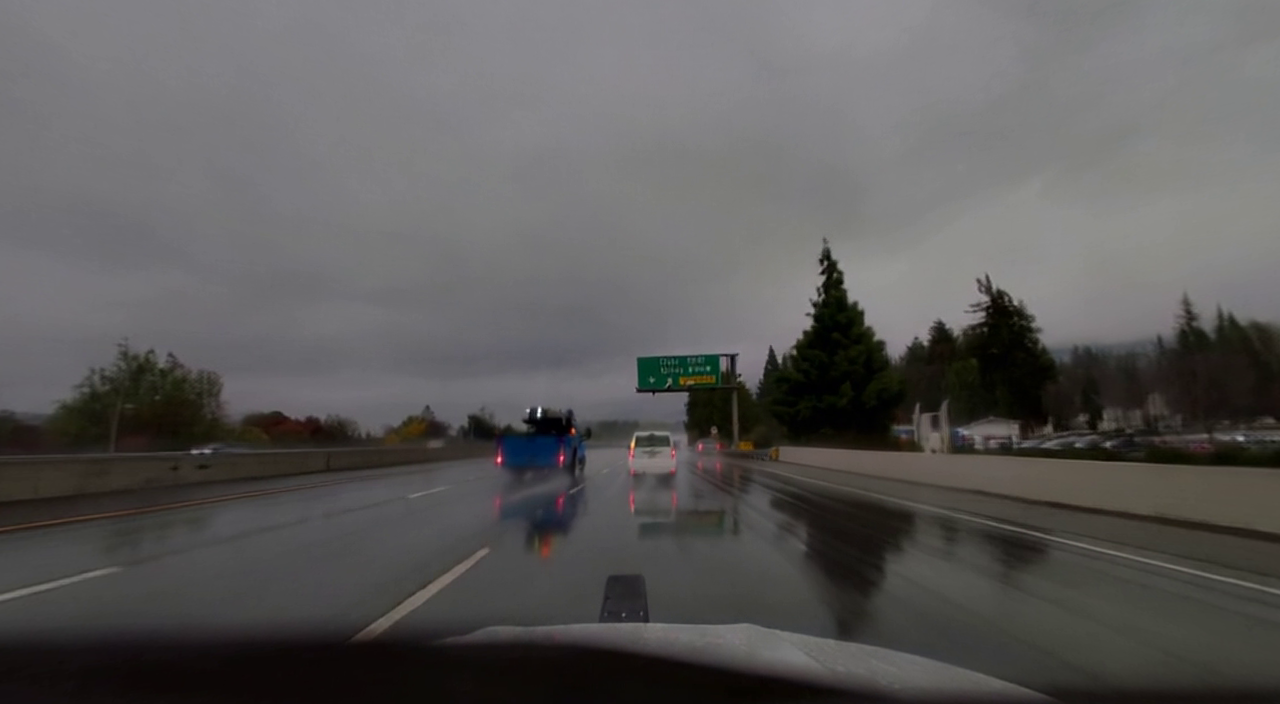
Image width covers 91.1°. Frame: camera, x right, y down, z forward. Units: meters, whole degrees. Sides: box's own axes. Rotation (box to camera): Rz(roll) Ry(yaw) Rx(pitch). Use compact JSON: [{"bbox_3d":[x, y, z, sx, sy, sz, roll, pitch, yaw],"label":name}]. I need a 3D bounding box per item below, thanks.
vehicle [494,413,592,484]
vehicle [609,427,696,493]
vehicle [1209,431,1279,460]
[{"bbox_3d":[-3.181,3.364,22.033,2.526,2.146,5.594,0,-8,0],"label":"vehicle"},{"bbox_3d":[0.326,3.031,18.021,2.165,1.653,4.456,0,-8,0],"label":"vehicle"},{"bbox_3d":[37.446,5.615,37.672,4.374,1.696,2.169,0,-8,0],"label":"vehicle"}]
